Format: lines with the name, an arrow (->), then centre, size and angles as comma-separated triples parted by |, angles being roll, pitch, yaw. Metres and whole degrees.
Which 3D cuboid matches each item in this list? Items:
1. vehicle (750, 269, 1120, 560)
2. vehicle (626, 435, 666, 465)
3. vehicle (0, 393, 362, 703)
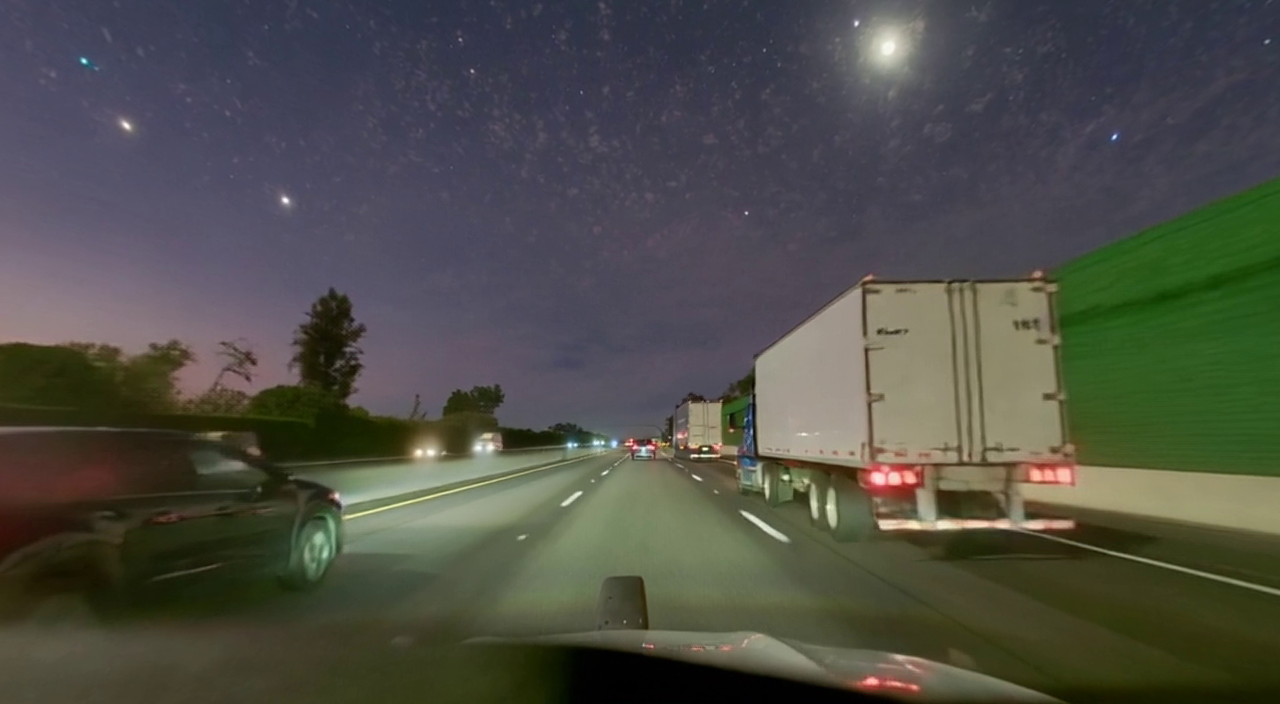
vehicle -> 4.085, 1.260, 11.446 | 2.742, 3.383, 8.285 | 0, -8, 1
vehicle -> 0.358, 6.147, 39.601 | 2.389, 1.760, 4.473 | 0, -8, 0
vehicle -> -3.755, 1.120, 4.078 | 1.988, 1.488, 4.113 | 0, -8, 1
